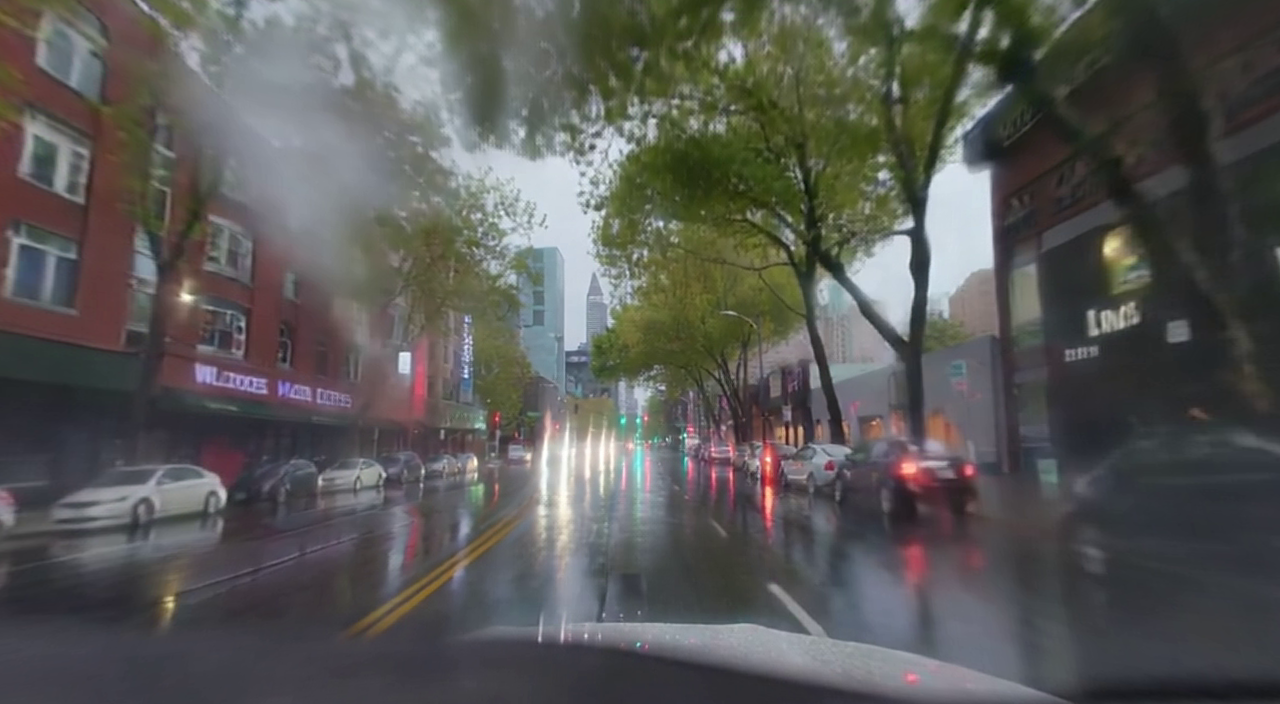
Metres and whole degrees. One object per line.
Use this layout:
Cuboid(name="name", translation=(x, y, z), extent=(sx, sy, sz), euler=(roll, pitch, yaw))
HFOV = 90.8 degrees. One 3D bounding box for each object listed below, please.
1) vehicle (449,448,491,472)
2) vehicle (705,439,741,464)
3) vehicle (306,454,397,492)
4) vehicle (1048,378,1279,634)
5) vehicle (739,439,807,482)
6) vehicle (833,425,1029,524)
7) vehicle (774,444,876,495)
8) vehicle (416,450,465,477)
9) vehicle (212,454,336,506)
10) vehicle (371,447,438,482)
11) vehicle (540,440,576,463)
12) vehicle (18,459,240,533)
Cuboid(name="vehicle", translation=(-12.117, 7.687, 45.222), extent=(1.894, 1.654, 3.944), euler=(0, -8, 0))
Cuboid(name="vehicle", translation=(6.036, 7.282, 46.342), extent=(2.047, 1.720, 4.353), euler=(0, -8, 0))
Cuboid(name="vehicle", translation=(-12.525, 5.261, 27.792), extent=(1.868, 1.418, 4.415), euler=(-2, -9, 1))
Cuboid(name="vehicle", translation=(5.899, 1.218, 5.244), extent=(2.010, 1.943, 4.319), euler=(-2, -9, -1))
Cuboid(name="vehicle", translation=(5.541, 4.575, 26.924), extent=(1.899, 1.642, 4.463), euler=(0, -8, 0))
Cuboid(name="vehicle", translation=(6.012, 2.569, 13.836), extent=(1.991, 1.771, 4.604), euler=(0, -8, -1))
Cuboid(name="vehicle", translation=(5.823, 3.722, 20.477), extent=(1.787, 1.463, 4.506), euler=(0, -8, -2))
Cuboid(name="vehicle", translation=(-12.445, 6.956, 39.565), extent=(1.774, 1.570, 3.900), euler=(0, -8, 0))
Cuboid(name="vehicle", translation=(-12.503, 4.365, 21.943), extent=(1.800, 1.532, 4.110), euler=(0, -8, 0))
Cuboid(name="vehicle", translation=(-12.027, 5.747, 32.550), extent=(1.834, 1.643, 4.110), euler=(0, -8, 1))
Cuboid(name="vehicle", translation=(-6.368, 7.788, 49.541), extent=(2.095, 1.759, 4.413), euler=(0, -8, 1))
Cuboid(name="vehicle", translation=(-12.620, 3.543, 16.119), extent=(1.927, 1.489, 4.572), euler=(0, -8, -2))
